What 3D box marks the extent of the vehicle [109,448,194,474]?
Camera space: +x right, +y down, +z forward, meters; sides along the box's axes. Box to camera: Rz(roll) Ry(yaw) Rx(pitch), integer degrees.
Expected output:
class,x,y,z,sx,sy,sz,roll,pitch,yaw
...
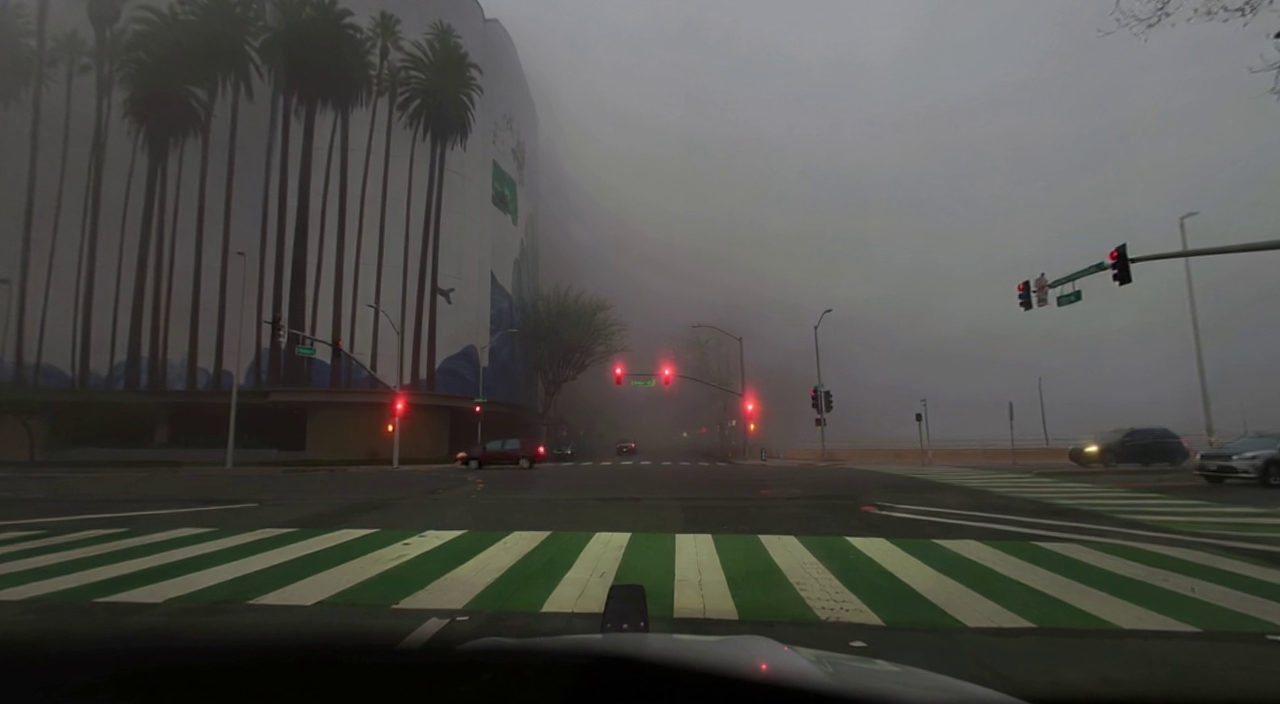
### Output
class,x,y,z,sx,sy,sz,roll,pitch,yaw
vehicle,-33.084,7.396,42.750,4.136,1.661,1.857,0,-8,1

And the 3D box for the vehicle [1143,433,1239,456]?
class,x,y,z,sx,sy,sz,roll,pitch,yaw
vehicle,36.023,6.040,41.283,4.606,1.449,1.687,0,-8,2

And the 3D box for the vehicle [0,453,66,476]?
class,x,y,z,sx,sy,sz,roll,pitch,yaw
vehicle,-41.679,7.602,42.763,3.698,1.508,1.779,0,-8,1

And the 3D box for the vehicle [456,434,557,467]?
class,x,y,z,sx,sy,sz,roll,pitch,yaw
vehicle,-7.853,5.830,37.466,5.477,1.880,2.125,0,-8,1
